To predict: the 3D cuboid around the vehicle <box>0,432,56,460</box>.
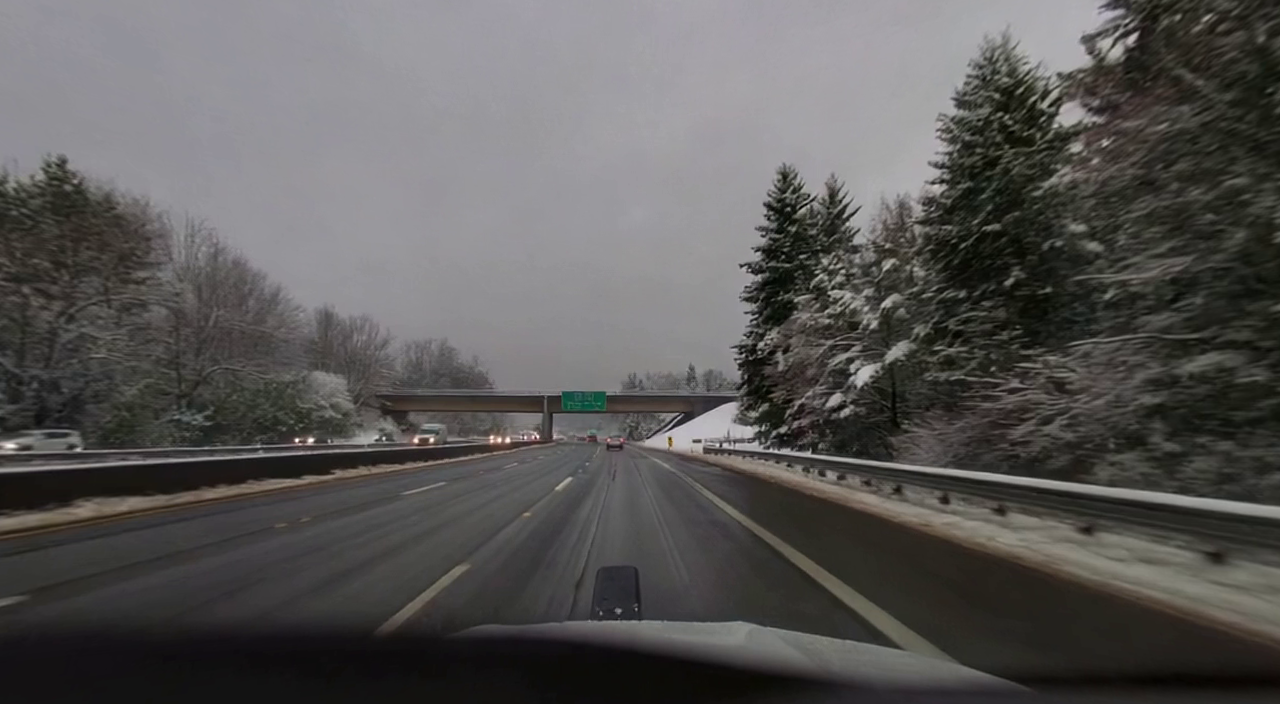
[{"bbox_3d":[-34.678,5.105,34.211,1.746,1.476,4.277,0,-8,-2],"label":"vehicle"}]
